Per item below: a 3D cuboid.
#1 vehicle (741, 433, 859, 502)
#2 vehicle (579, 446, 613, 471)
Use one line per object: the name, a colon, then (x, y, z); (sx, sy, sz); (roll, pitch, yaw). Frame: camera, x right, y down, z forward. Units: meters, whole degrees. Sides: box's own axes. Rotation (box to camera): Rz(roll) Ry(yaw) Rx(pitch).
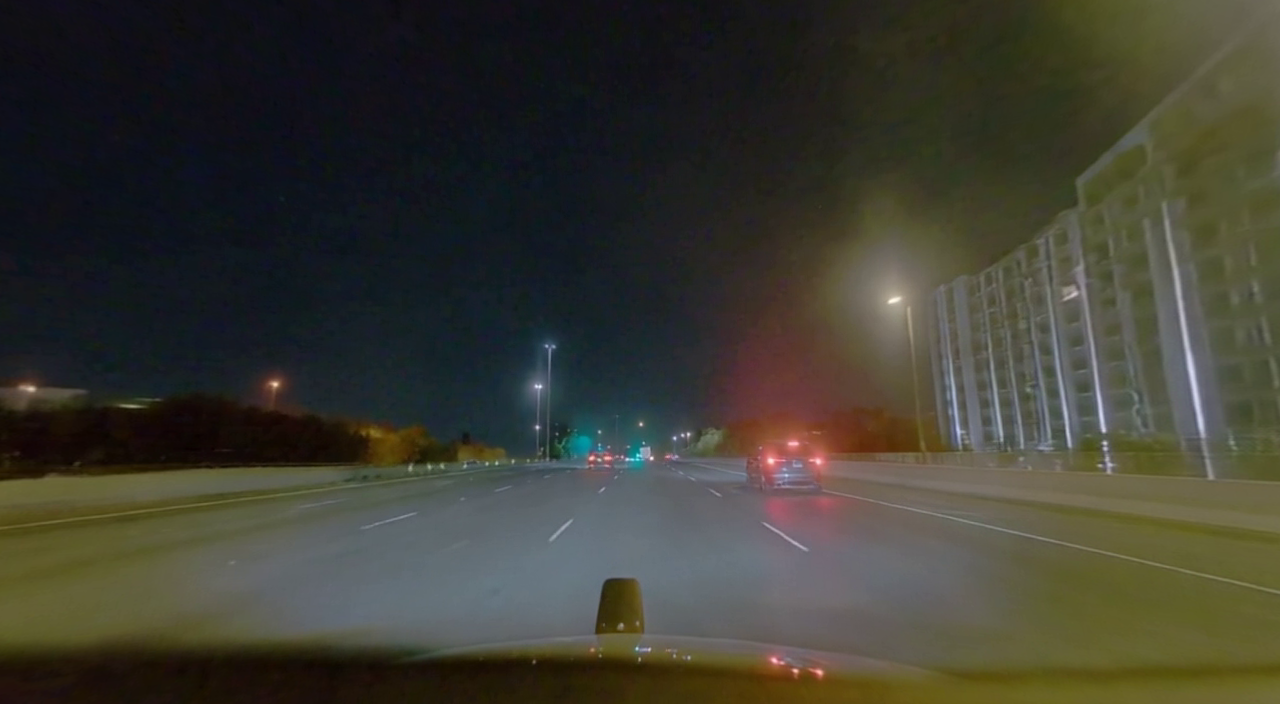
vehicle: (4.503, 3.335, 18.584); (2.170, 1.733, 4.631); (0, -9, -1)
vehicle: (-3.113, 7.673, 45.625); (2.075, 1.721, 4.763); (0, -9, 0)
